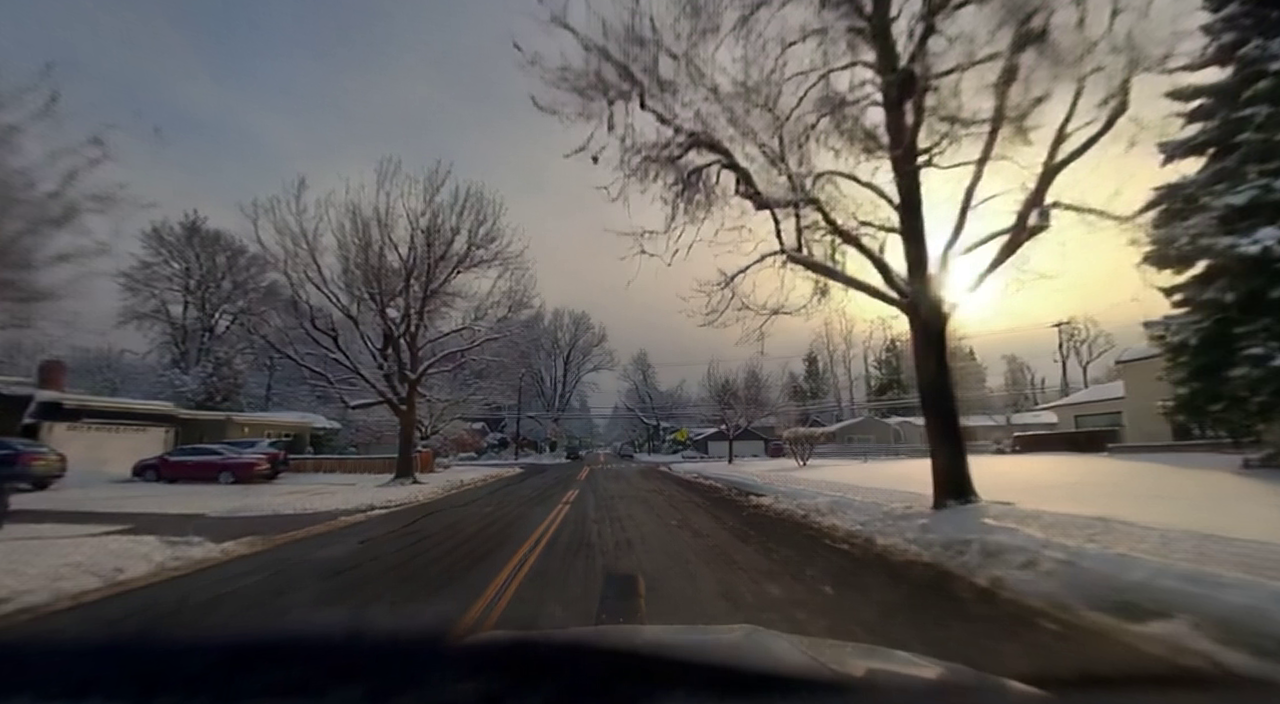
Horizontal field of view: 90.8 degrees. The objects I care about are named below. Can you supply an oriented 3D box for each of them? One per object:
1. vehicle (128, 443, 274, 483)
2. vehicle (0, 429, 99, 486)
[{"bbox_3d":[-17.656,4.477,25.609,4.307,1.508,2.072,0,-9,-2],"label":"vehicle"},{"bbox_3d":[-21.285,3.523,21.087,4.359,1.789,2.123,0,-9,-3],"label":"vehicle"}]
